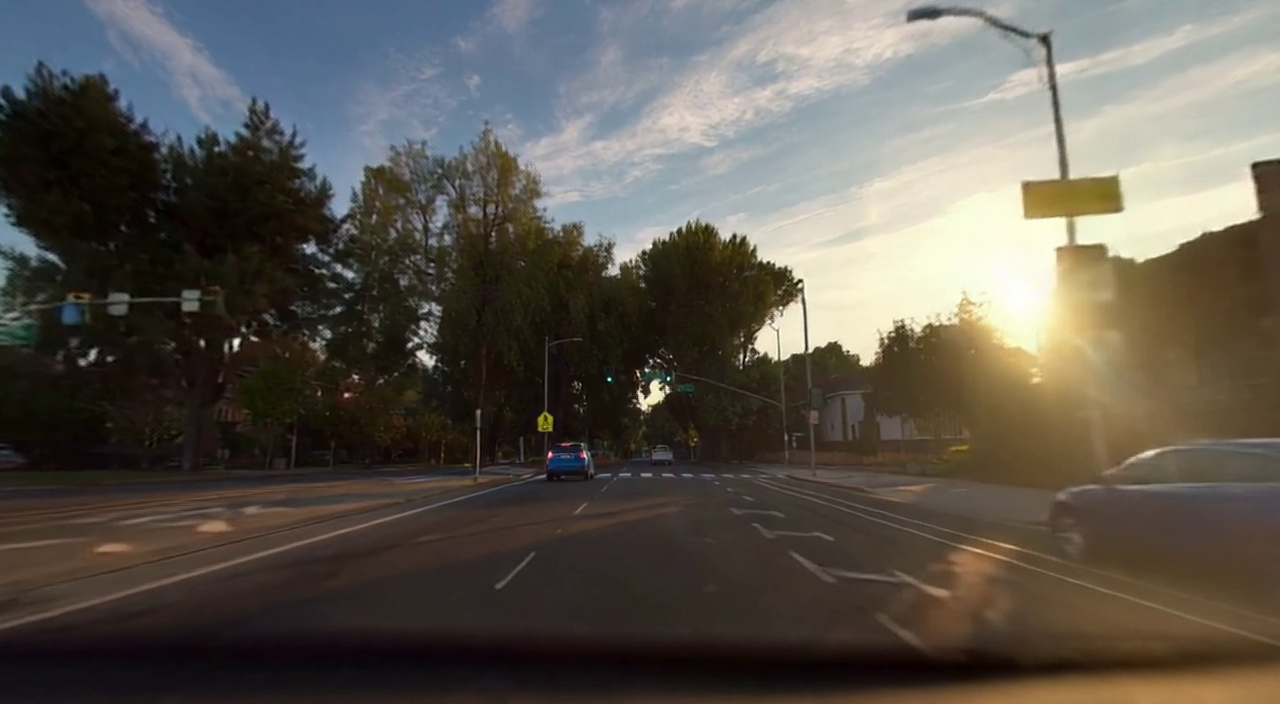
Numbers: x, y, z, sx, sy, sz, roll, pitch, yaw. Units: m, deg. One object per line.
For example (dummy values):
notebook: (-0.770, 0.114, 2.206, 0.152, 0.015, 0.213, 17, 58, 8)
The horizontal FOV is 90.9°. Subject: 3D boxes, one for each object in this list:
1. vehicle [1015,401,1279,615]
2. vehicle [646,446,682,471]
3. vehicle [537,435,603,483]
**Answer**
vehicle: (6.102, 1.373, 5.902, 2.038, 1.687, 4.985, 0, -9, -1)
vehicle: (1.505, 6.889, 40.997, 2.075, 1.480, 3.920, 0, -9, -1)
vehicle: (-2.830, 4.427, 26.375, 2.150, 1.812, 4.423, 0, -8, 1)
